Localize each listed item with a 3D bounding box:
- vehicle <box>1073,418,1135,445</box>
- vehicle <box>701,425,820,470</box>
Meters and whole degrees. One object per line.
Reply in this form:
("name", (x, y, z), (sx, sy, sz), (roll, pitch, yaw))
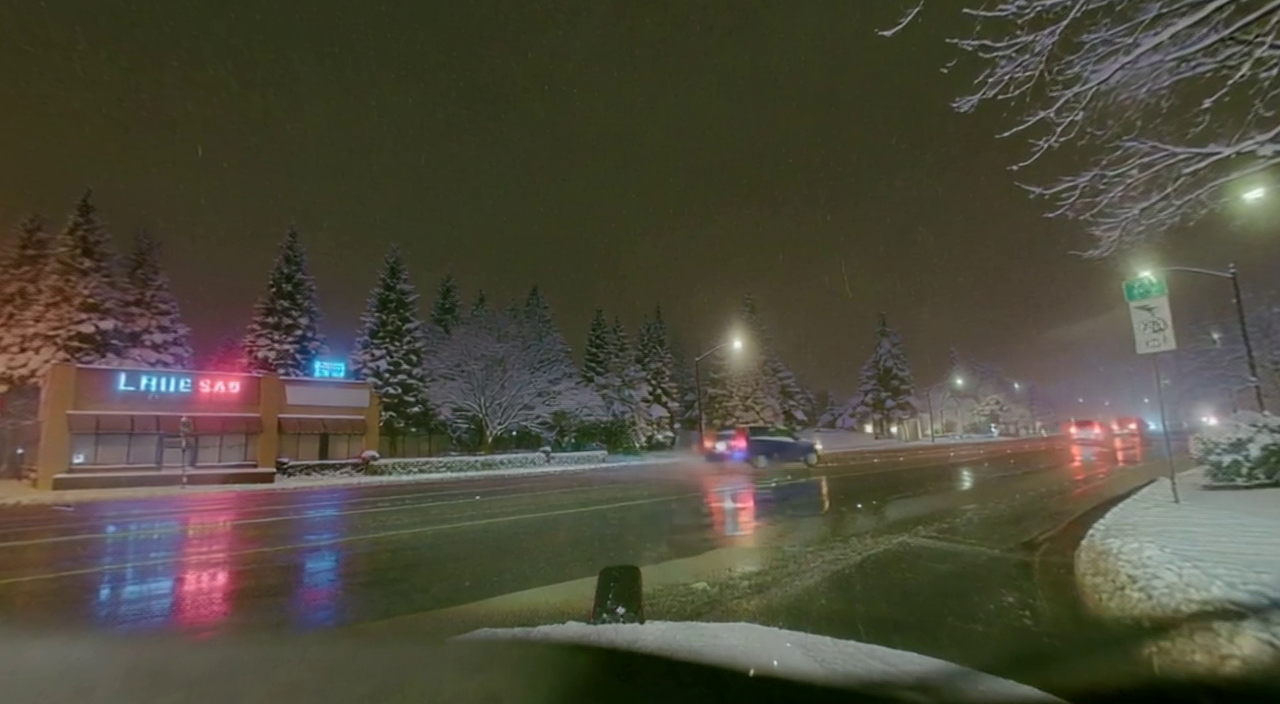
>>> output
("vehicle", (28.140, 4.883, 38.281), (4.182, 1.536, 1.885), (7, -11, -38))
("vehicle", (4.409, 3.427, 22.682), (4.415, 1.464, 1.890), (8, -12, -42))
